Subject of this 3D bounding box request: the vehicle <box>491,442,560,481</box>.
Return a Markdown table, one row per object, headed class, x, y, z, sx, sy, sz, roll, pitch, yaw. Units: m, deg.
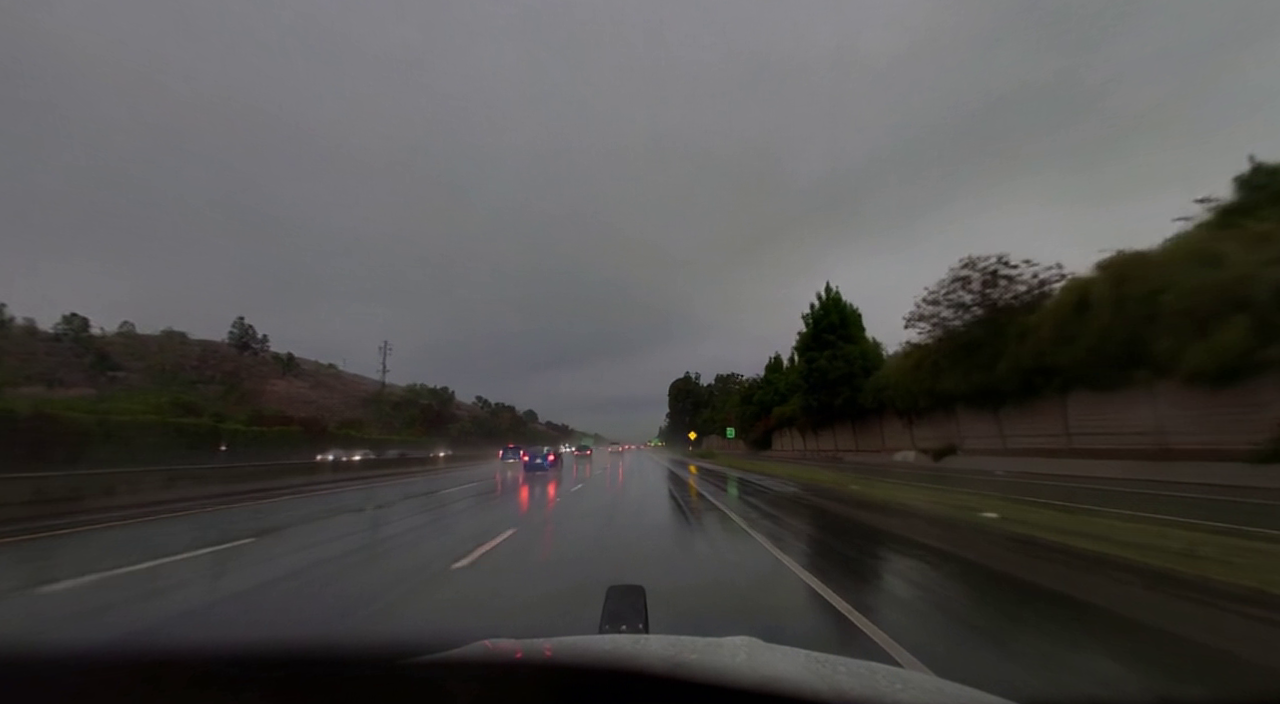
| class | x | y | z | sx | sy | sz | roll | pitch | yaw |
| --- | --- | --- | --- | --- | --- | --- | --- | --- | --- |
| vehicle | -4.851 | 4.711 | 27.489 | 2.081 | 1.514 | 4.943 | 0 | -8 | 0 |
